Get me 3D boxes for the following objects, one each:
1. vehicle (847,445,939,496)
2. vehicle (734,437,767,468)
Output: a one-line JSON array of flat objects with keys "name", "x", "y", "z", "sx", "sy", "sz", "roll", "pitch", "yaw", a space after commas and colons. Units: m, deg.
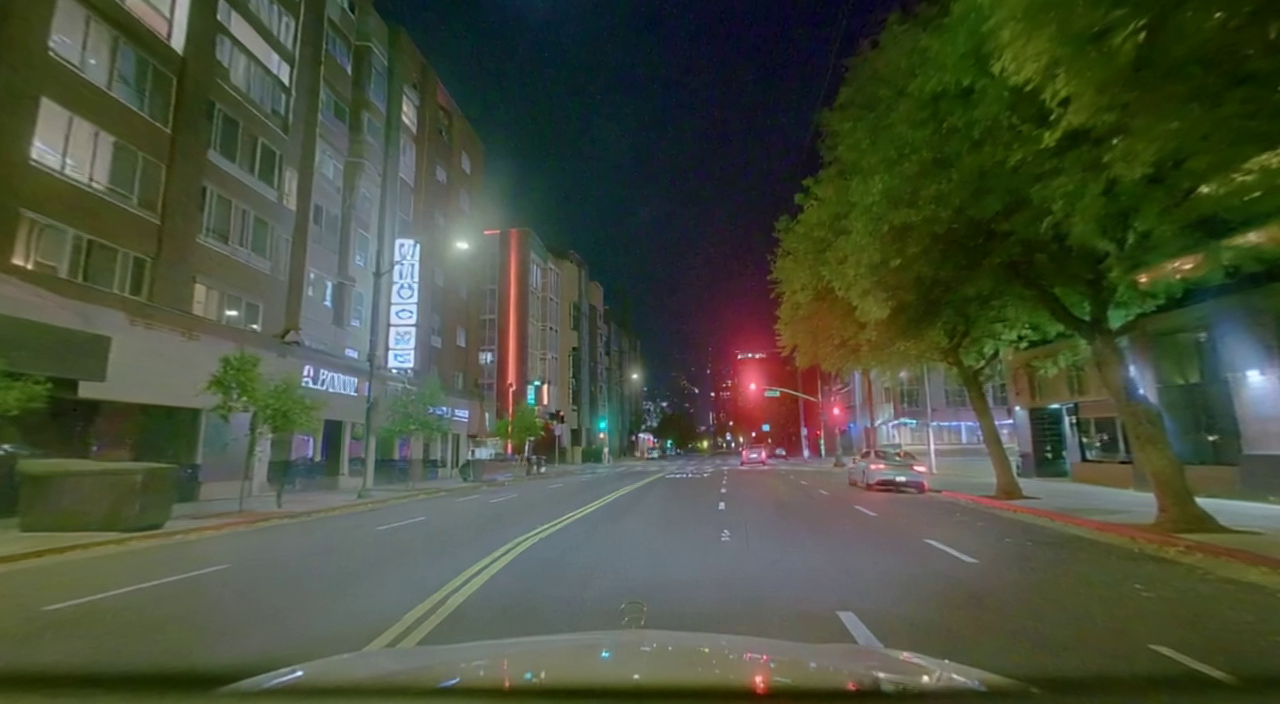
[{"name": "vehicle", "x": 8.248, "y": 3.836, "z": 20.942, "sx": 1.759, "sy": 1.488, "sz": 4.124, "roll": -1, "pitch": -8, "yaw": 6}, {"name": "vehicle", "x": 7.344, "y": 6.671, "z": 42.221, "sx": 1.971, "sy": 1.919, "sz": 4.748, "roll": -1, "pitch": -8, "yaw": 8}]
